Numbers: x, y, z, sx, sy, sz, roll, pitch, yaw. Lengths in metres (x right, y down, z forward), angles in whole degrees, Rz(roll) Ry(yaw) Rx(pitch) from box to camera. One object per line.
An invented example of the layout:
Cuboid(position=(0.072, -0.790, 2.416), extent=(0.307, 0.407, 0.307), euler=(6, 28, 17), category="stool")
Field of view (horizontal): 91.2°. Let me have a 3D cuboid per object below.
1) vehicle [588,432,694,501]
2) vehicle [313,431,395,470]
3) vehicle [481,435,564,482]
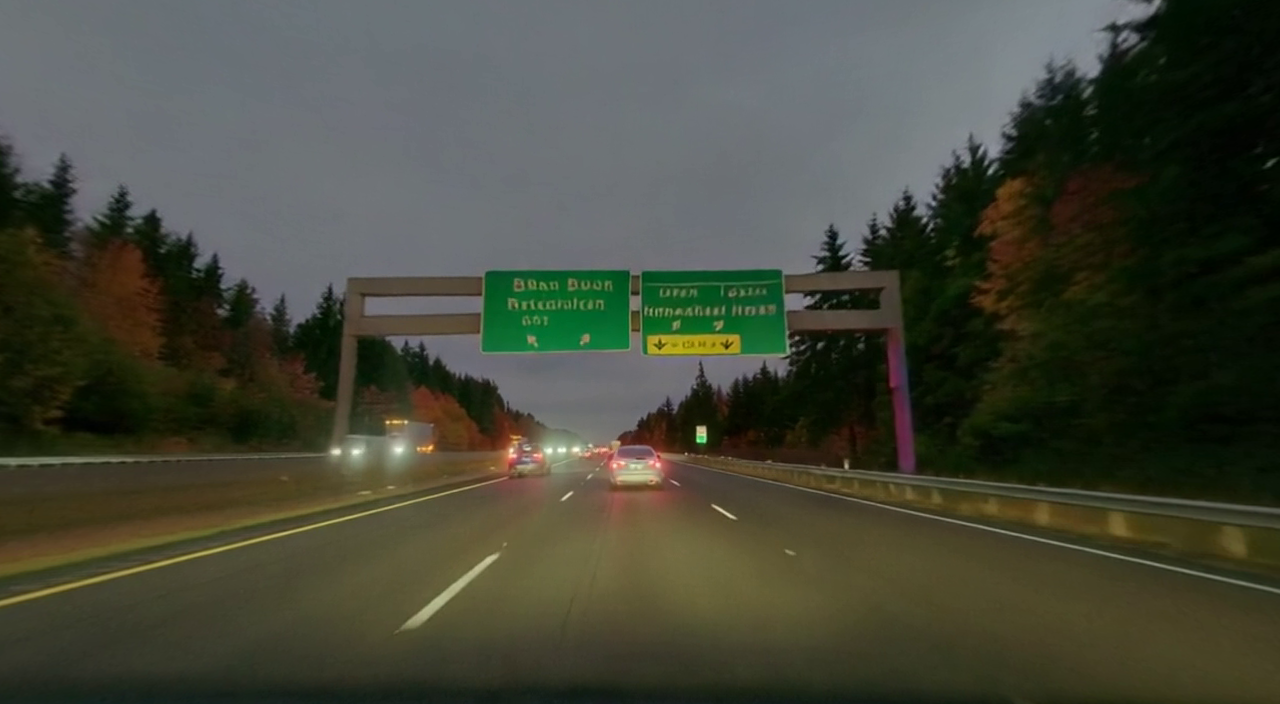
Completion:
Cuboid(position=(-0.019, 3.164, 17.722), extent=(2.634, 1.679, 4.070), euler=(0, -9, -1), category="vehicle")
Cuboid(position=(-15.840, 5.508, 35.099), extent=(2.107, 1.969, 5.204), euler=(0, -9, 1), category="vehicle")
Cuboid(position=(-4.515, 4.186, 24.918), extent=(2.545, 1.679, 4.267), euler=(0, -9, -1), category="vehicle")
